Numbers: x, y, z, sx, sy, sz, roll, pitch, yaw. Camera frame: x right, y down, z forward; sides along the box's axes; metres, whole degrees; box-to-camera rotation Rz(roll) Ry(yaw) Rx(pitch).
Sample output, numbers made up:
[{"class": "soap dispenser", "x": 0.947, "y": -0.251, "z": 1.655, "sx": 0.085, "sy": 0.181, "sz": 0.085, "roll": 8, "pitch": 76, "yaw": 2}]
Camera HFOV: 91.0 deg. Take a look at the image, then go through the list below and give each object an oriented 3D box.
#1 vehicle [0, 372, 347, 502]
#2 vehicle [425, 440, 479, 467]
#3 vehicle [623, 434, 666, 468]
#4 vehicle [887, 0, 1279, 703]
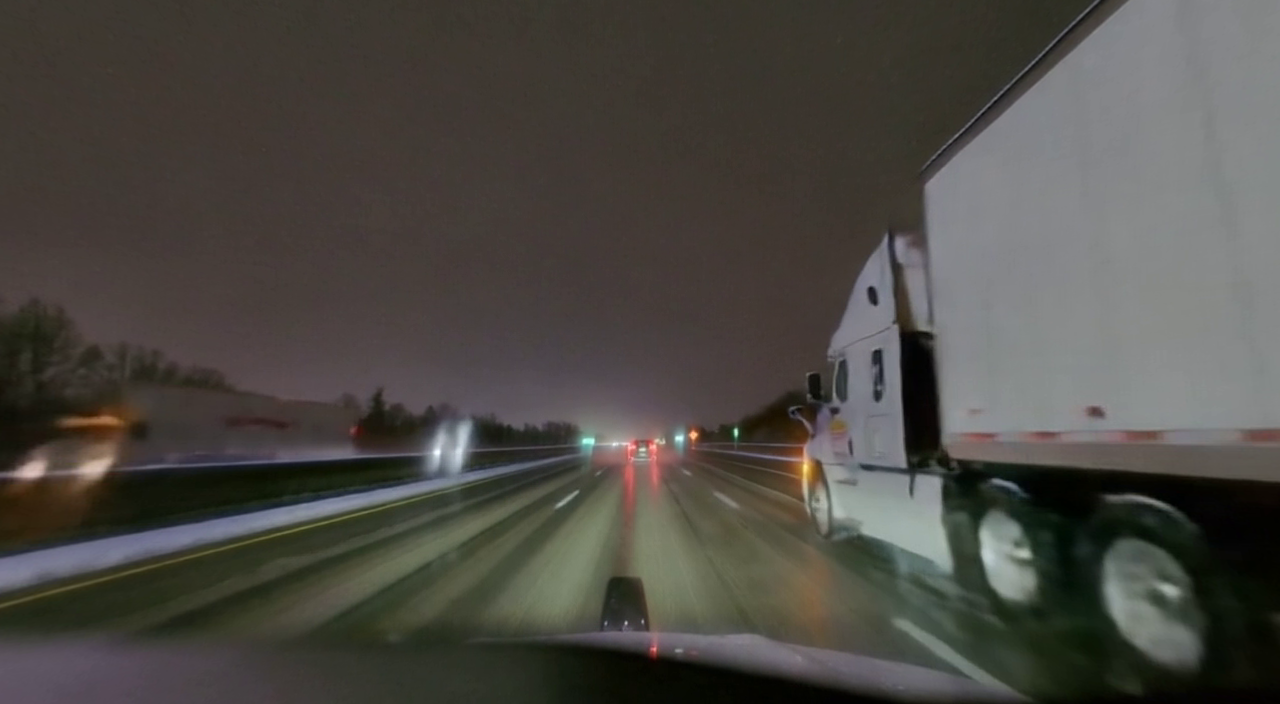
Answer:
[{"class": "vehicle", "x": -18.473, "y": 3.800, "z": 27.885, "sx": 2.986, "sy": 3.991, "sz": 16.790, "roll": 0, "pitch": -8, "yaw": 0}, {"class": "vehicle", "x": -11.818, "y": 6.378, "z": 39.876, "sx": 1.955, "sy": 1.591, "sz": 4.540, "roll": 0, "pitch": -8, "yaw": 0}, {"class": "vehicle", "x": 0.238, "y": 5.082, "z": 32.529, "sx": 2.111, "sy": 1.635, "sz": 4.177, "roll": 0, "pitch": -8, "yaw": 1}, {"class": "vehicle", "x": 4.008, "y": -0.400, "z": 2.896, "sx": 2.976, "sy": 4.118, "sz": 6.324, "roll": 0, "pitch": -8, "yaw": -1}]
